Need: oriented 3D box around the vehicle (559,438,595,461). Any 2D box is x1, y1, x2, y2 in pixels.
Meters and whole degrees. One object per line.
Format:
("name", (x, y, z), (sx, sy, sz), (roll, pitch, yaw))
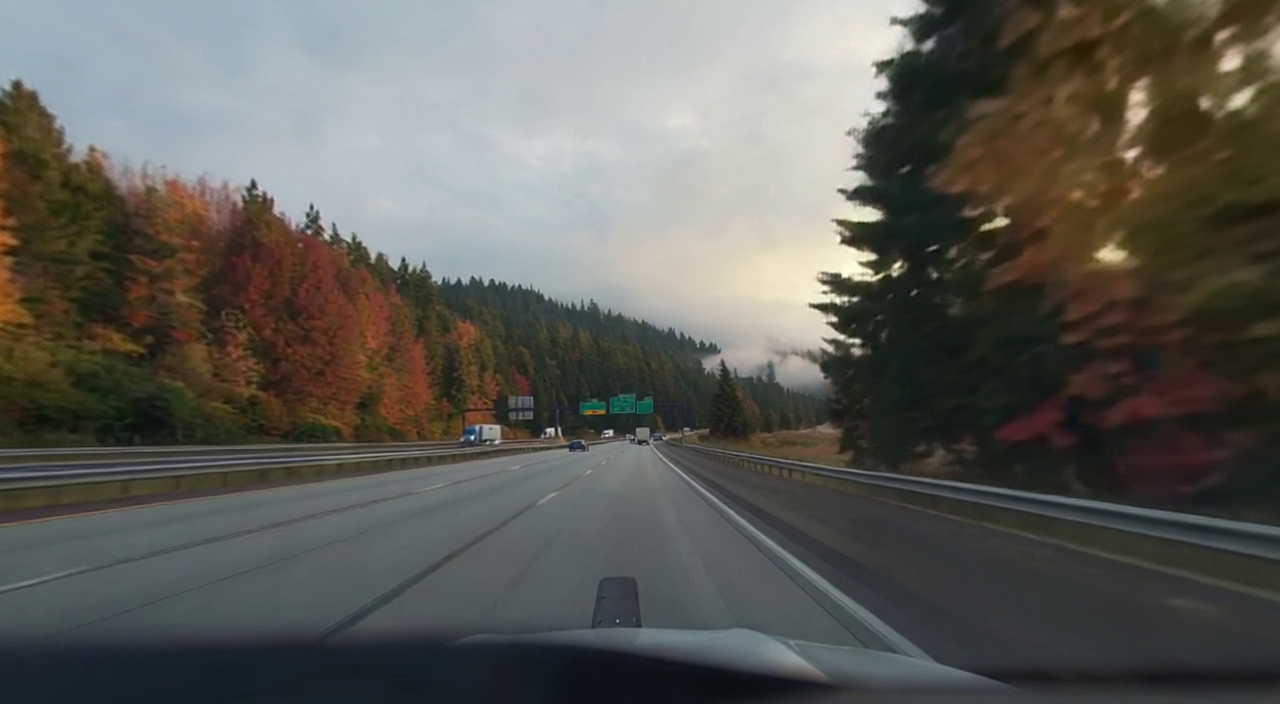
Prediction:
("vehicle", (-4.347, 6.790, 44.035), (2.004, 1.497, 4.260), (0, -8, 1))
